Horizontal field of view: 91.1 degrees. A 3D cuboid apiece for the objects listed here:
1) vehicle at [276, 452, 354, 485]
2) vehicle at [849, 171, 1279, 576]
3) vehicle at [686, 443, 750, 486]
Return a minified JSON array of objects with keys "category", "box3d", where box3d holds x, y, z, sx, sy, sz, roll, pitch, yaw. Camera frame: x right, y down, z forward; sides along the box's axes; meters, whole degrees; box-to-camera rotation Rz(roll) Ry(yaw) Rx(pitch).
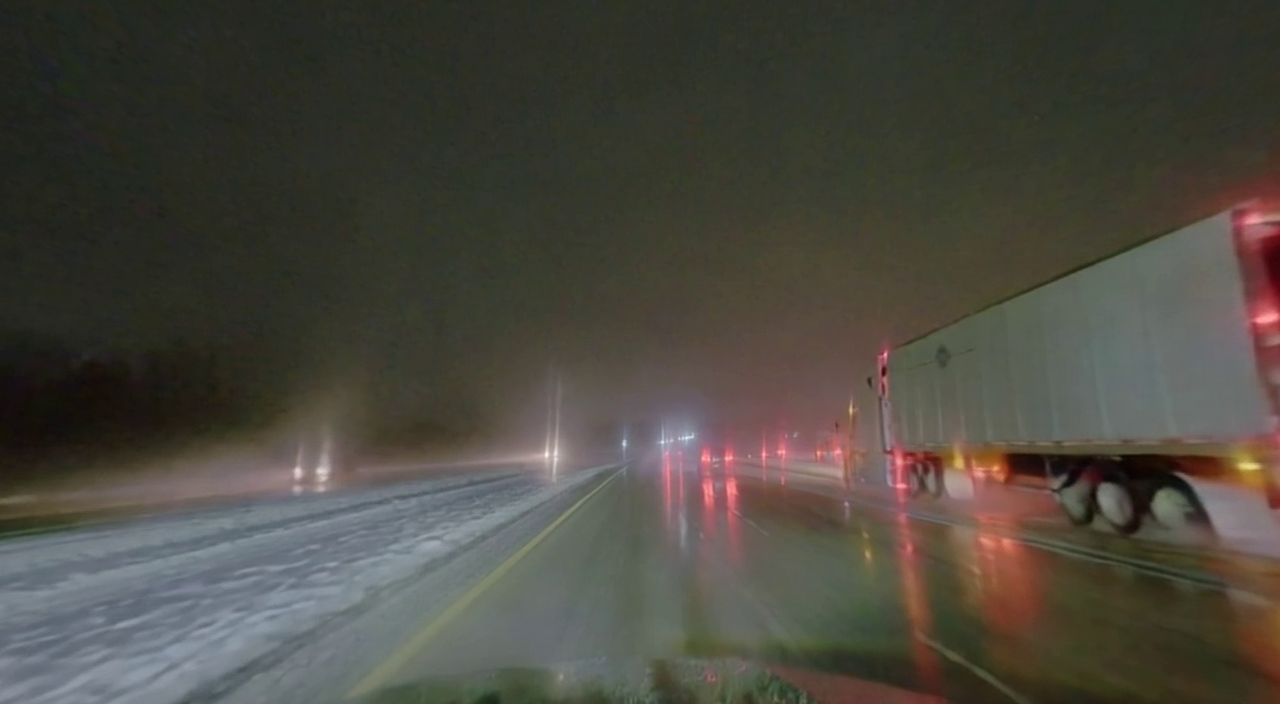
[{"category":"vehicle","box3d":[-15.430,5.536,30.060,1.795,1.421,3.668,0,-9,0]},{"category":"vehicle","box3d":[7.875,1.078,11.951,2.907,4.042,13.858,0,-9,-1]},{"category":"vehicle","box3d":[3.042,4.495,25.325,2.024,1.579,3.707,0,-9,-1]}]
